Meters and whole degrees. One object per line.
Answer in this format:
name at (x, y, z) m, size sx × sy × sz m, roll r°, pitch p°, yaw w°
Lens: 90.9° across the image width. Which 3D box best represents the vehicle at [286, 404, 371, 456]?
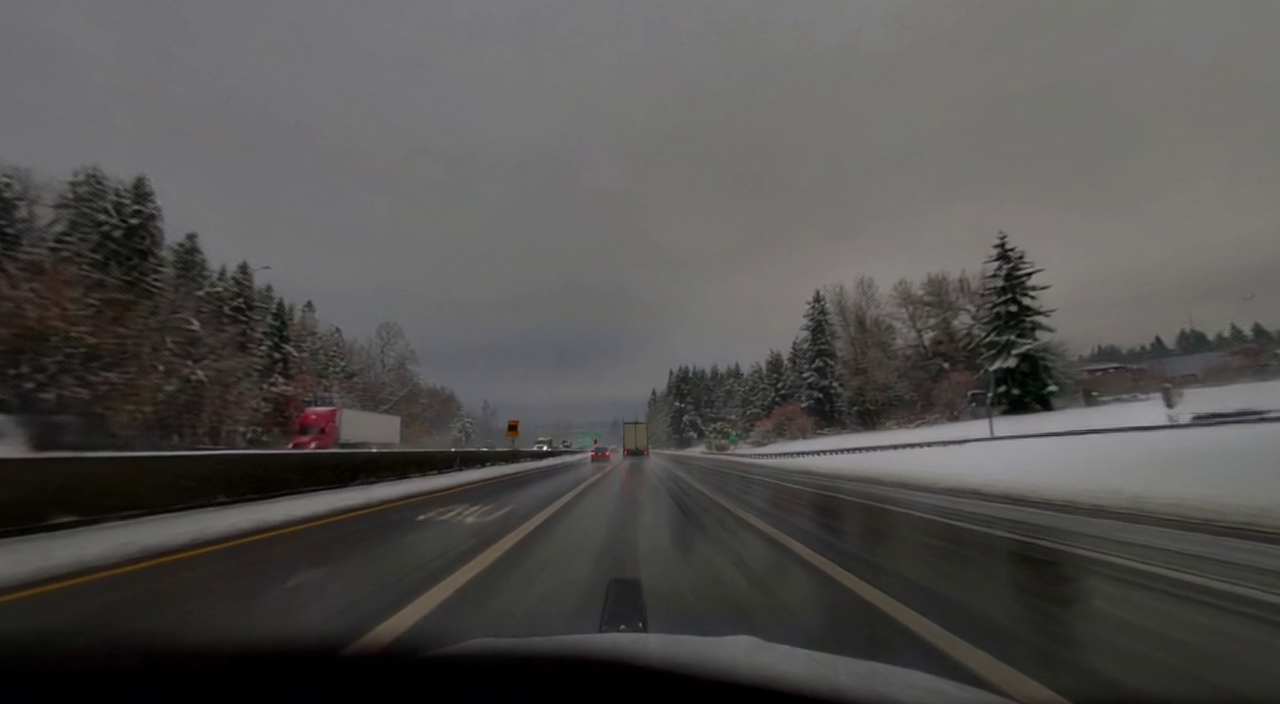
vehicle at (-24.155, 6.233, 49.353) m, size 2.766 × 3.715 × 7.293 m, roll 0°, pitch -9°, yaw 0°
